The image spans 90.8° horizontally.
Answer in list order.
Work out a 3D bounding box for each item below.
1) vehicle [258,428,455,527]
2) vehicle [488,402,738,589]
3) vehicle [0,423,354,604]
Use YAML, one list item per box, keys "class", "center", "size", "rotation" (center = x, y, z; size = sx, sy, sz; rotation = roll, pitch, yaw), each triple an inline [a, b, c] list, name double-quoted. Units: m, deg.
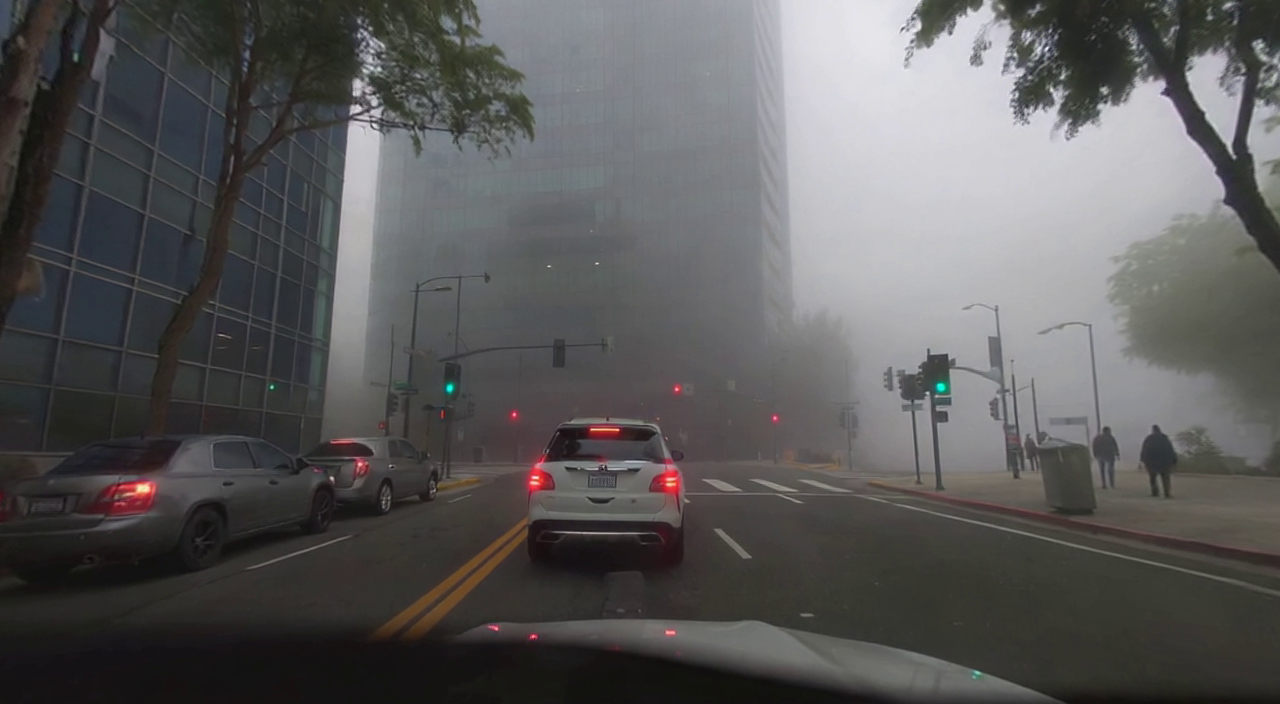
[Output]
- class: "vehicle"
  center: [-5.875, 2.648, 13.955]
  size: [2.077, 1.791, 4.751]
  rotation: [0, -9, 1]
- class: "vehicle"
  center: [-0.230, 1.598, 7.775]
  size: [2.258, 1.687, 3.934]
  rotation: [0, -9, 0]
- class: "vehicle"
  center: [-5.744, 1.859, 8.273]
  size: [1.904, 1.684, 4.529]
  rotation: [0, -9, -1]
